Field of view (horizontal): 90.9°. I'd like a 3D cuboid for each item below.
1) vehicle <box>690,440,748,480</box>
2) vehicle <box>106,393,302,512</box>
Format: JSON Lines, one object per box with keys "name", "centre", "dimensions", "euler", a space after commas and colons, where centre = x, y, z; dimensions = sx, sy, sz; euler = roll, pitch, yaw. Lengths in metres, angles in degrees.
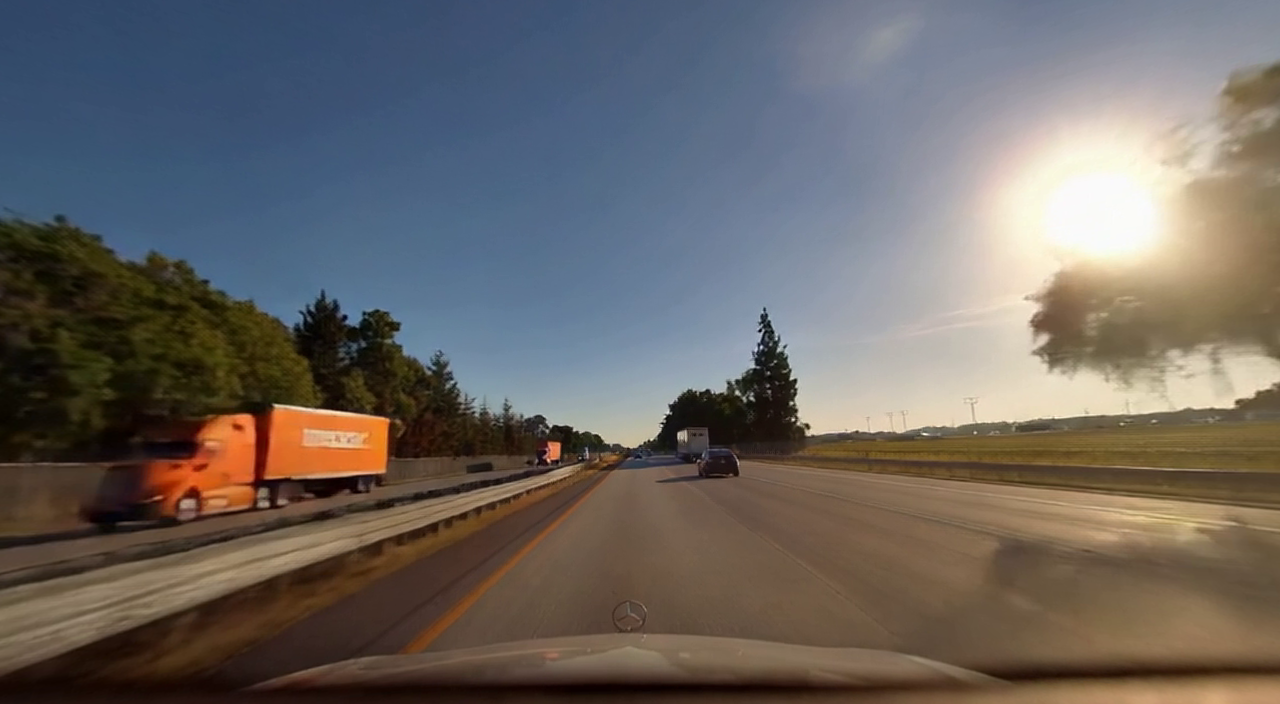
{"name": "vehicle", "centre": [3.597, 5.038, 29.564], "dimensions": [2.093, 1.742, 4.167], "euler": [0, -9, -1]}
{"name": "vehicle", "centre": [-15.890, 3.754, 23.691], "dimensions": [3.003, 3.859, 5.899], "euler": [0, -9, -1]}
